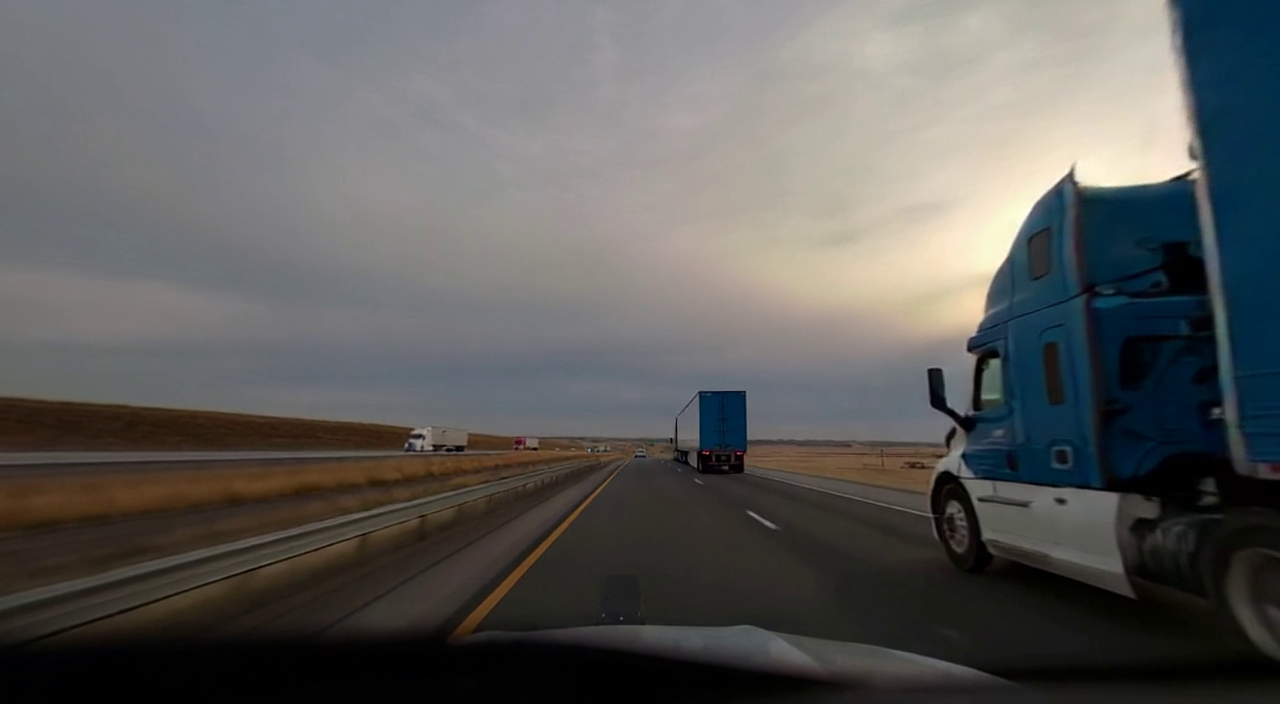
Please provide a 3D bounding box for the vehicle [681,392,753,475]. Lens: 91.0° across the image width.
[{"bbox_3d":[4.321,5.114,38.567,2.818,4.206,12.987,0,-9,0],"label":"vehicle"}]
